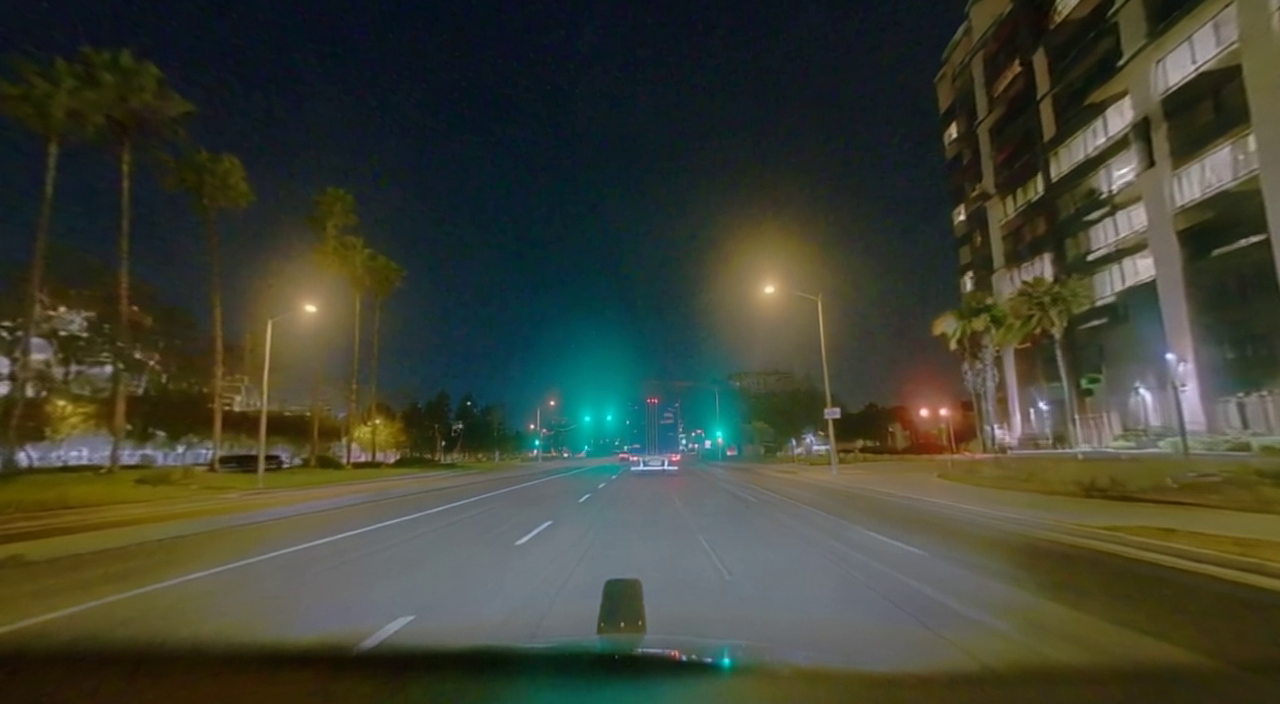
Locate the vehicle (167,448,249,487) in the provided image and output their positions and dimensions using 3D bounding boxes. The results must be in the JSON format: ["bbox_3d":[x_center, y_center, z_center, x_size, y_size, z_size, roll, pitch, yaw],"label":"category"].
[{"bbox_3d":[-24.895,6.606,36.309,1.715,2.103,3.719,-1,-9,7],"label":"vehicle"}]

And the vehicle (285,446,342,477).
[{"bbox_3d":[-24.337,8.148,46.977,1.677,2.145,4.698,0,-9,0],"label":"vehicle"}]

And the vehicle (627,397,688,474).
[{"bbox_3d":[0.774,5.194,38.227,2.992,3.949,11.815,0,-9,-2],"label":"vehicle"}]
